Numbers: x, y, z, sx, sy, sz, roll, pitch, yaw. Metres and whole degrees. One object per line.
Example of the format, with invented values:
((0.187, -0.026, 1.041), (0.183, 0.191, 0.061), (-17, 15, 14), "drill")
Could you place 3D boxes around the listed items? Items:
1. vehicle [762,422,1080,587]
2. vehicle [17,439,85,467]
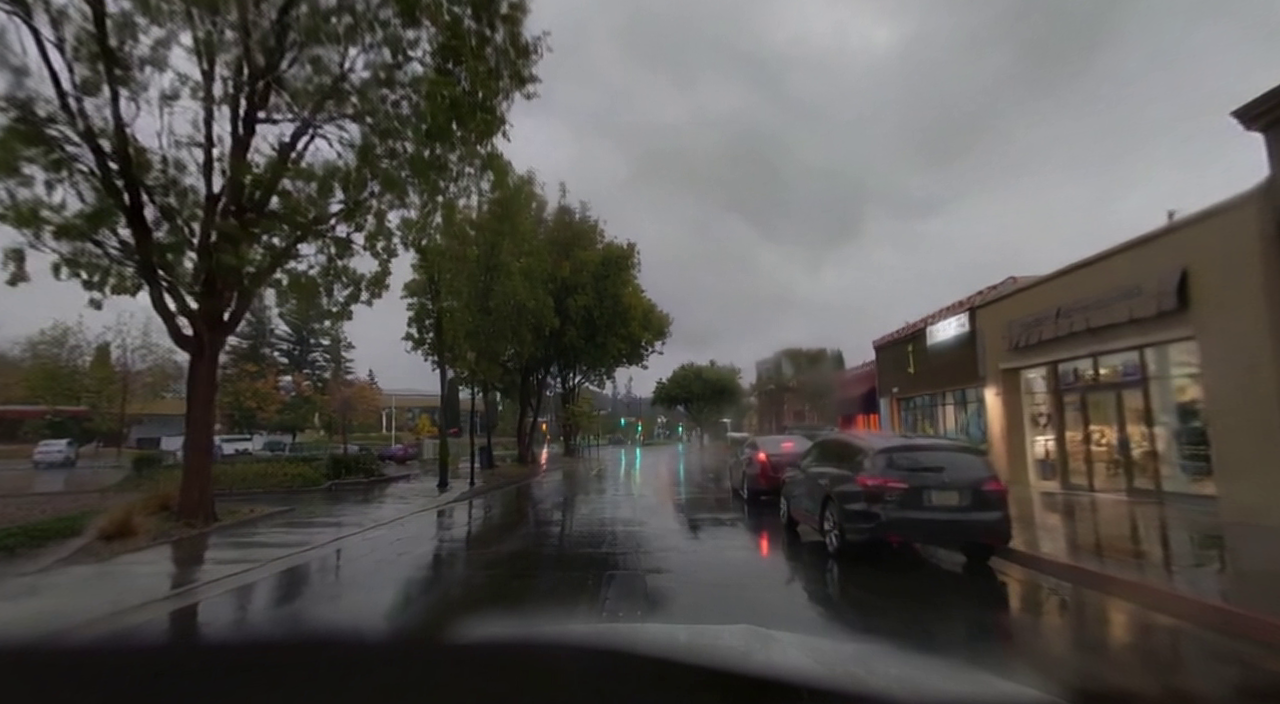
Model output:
((3.092, 1.780, 8.296), (2.064, 1.532, 4.596), (0, -9, 0), "vehicle")
((-37.059, 6.344, 39.719), (4.157, 1.687, 2.419), (-7, -12, 39), "vehicle")
